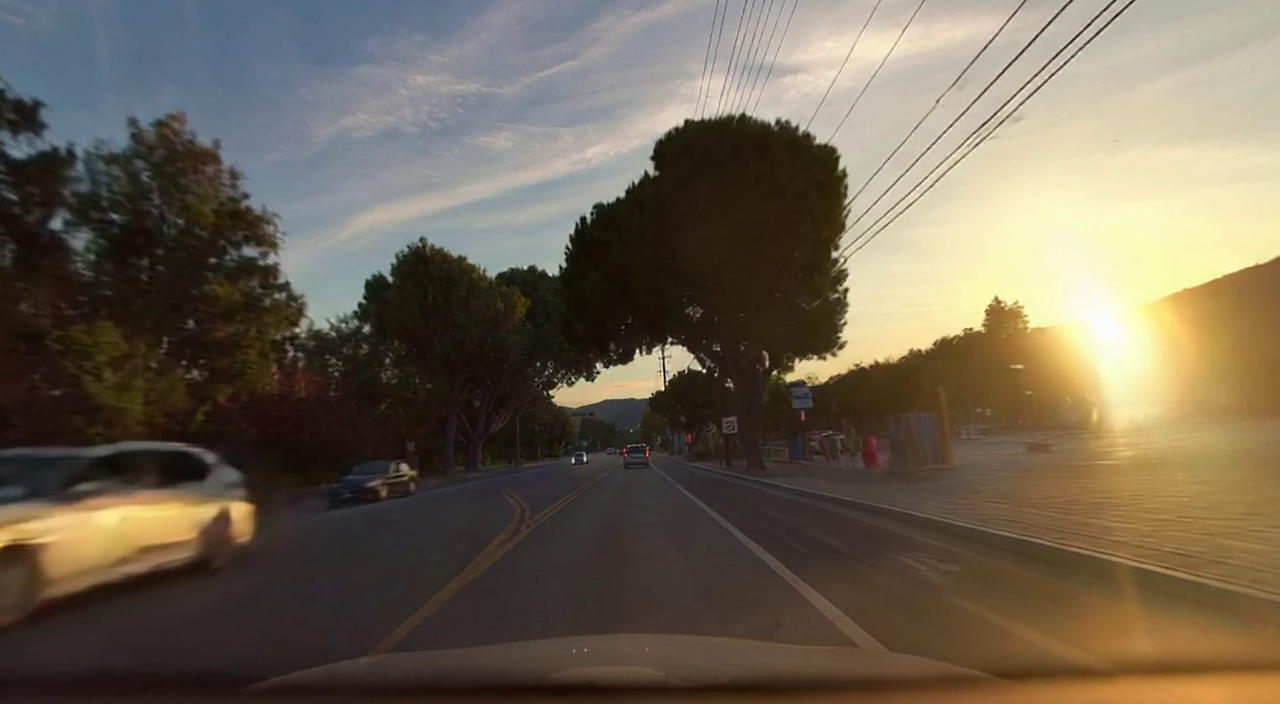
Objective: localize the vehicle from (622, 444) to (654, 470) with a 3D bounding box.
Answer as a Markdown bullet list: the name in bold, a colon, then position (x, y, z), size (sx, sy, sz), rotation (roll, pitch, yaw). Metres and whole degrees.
- **vehicle**: position (-0.120, 7.416, 44.844), size (2.163, 1.746, 4.073), rotation (0, -8, 0)

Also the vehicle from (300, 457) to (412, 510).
- **vehicle**: position (-9.287, 4.301, 21.052), size (1.841, 1.475, 4.054), rotation (0, -9, 0)

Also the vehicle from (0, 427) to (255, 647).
- **vehicle**: position (-5.994, 1.618, 6.003), size (1.960, 1.704, 4.229), rotation (0, -9, 0)
